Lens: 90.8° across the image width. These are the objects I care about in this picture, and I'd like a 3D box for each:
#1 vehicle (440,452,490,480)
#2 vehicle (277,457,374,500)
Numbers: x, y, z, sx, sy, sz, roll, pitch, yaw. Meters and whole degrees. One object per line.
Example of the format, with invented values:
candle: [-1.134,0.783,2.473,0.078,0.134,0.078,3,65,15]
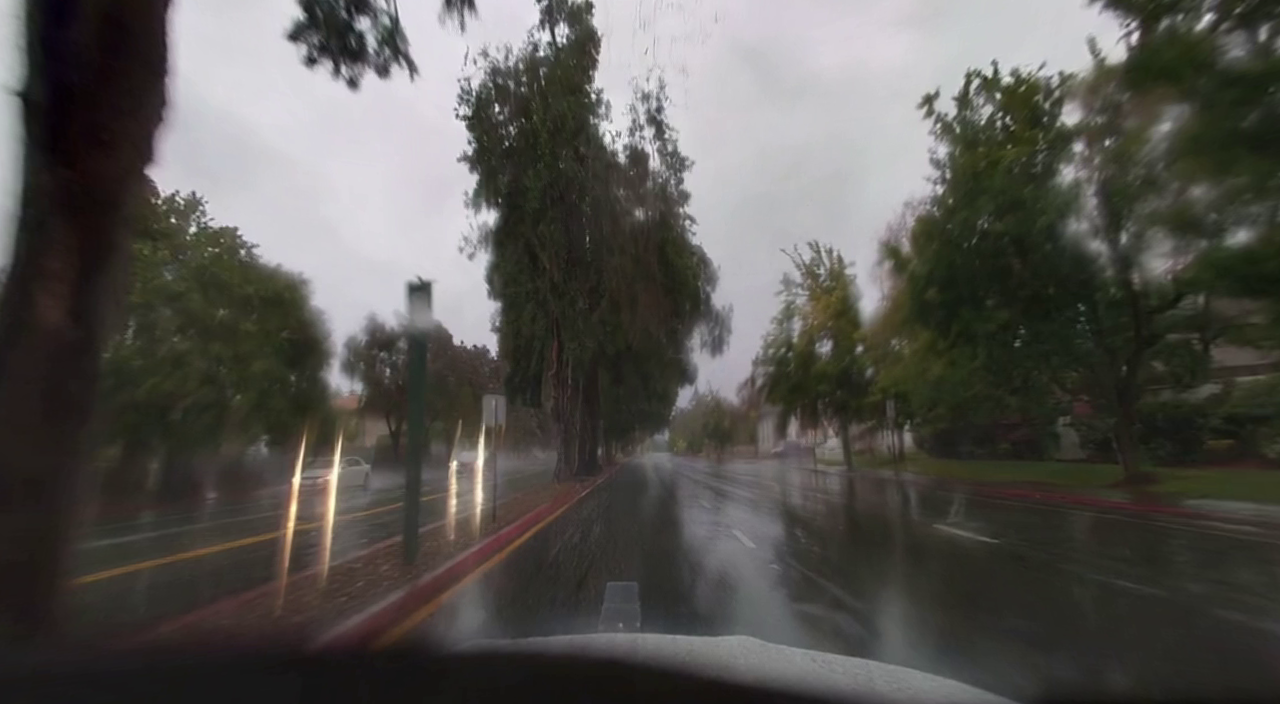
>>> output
vehicle: [-10.811,7.052,39.324,2.011,1.553,4.390,0,-8,-2]
vehicle: [-14.246,5.715,28.981,2.012,1.653,4.706,0,-8,0]
